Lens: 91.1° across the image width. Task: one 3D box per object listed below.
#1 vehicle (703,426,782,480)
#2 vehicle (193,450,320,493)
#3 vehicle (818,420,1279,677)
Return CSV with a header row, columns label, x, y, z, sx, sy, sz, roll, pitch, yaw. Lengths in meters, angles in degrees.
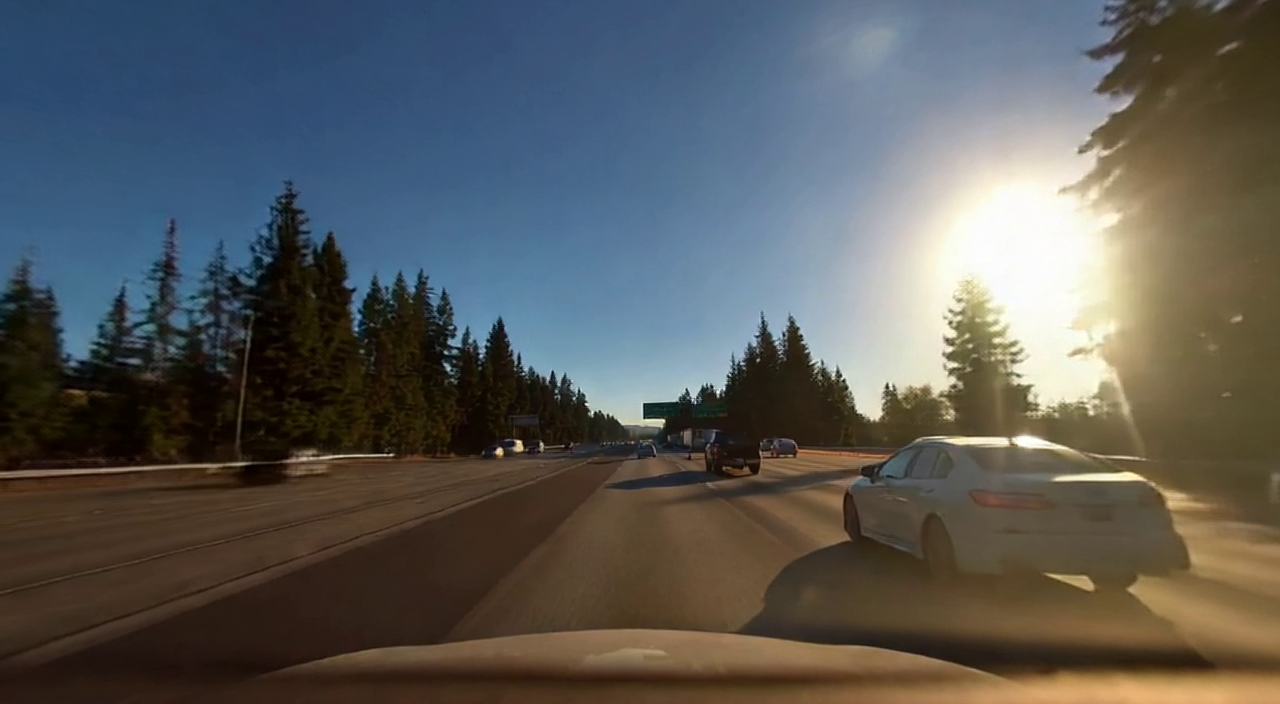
label,x,y,z,sx,sy,sz,roll,pitch,yaw
vehicle,3.902,3.984,24.995,2.206,1.902,5.460,0,-8,0
vehicle,-14.825,4.609,24.650,1.947,1.486,4.719,0,-8,0
vehicle,3.375,1.472,6.034,1.904,1.453,4.789,0,-8,0
